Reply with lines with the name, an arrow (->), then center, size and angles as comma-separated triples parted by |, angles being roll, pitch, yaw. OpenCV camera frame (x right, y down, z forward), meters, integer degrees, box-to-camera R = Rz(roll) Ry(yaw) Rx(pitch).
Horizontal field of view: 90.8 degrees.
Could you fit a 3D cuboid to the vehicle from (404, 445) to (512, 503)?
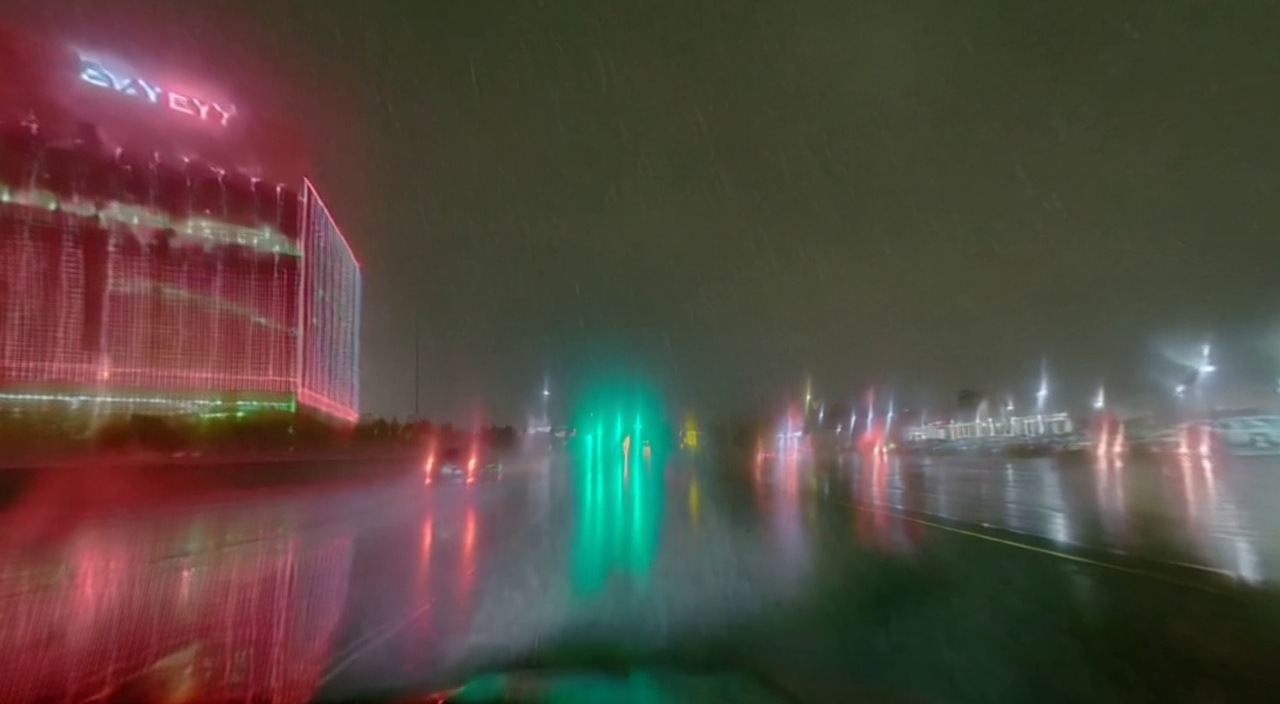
vehicle -> -5.259, 3.557, 18.861 | 1.943, 1.510, 4.201 | 0, -9, 0
